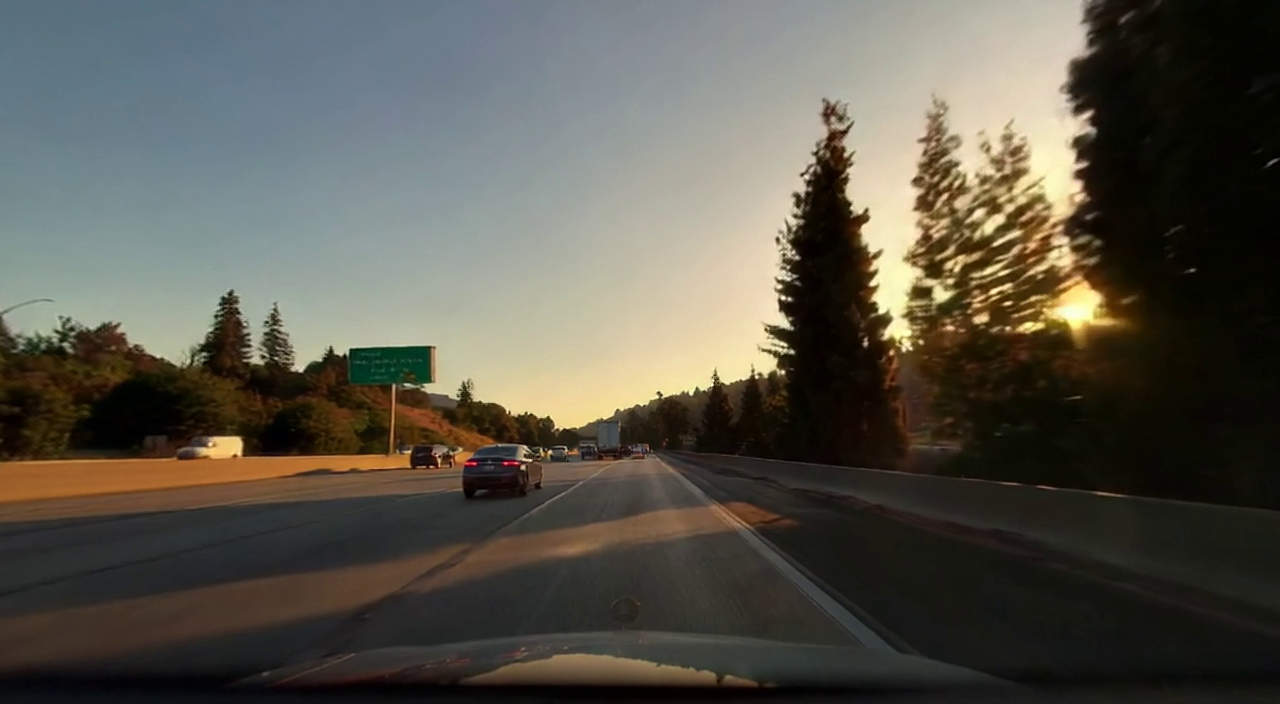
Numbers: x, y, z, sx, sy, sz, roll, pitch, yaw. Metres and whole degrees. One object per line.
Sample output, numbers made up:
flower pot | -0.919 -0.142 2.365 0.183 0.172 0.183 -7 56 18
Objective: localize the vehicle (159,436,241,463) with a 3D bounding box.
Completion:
vehicle | -32.663 7.242 46.943 2.093 1.861 5.410 0 -9 1

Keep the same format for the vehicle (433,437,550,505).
vehicle | -3.711 3.044 16.554 1.931 1.528 4.126 0 -9 2
